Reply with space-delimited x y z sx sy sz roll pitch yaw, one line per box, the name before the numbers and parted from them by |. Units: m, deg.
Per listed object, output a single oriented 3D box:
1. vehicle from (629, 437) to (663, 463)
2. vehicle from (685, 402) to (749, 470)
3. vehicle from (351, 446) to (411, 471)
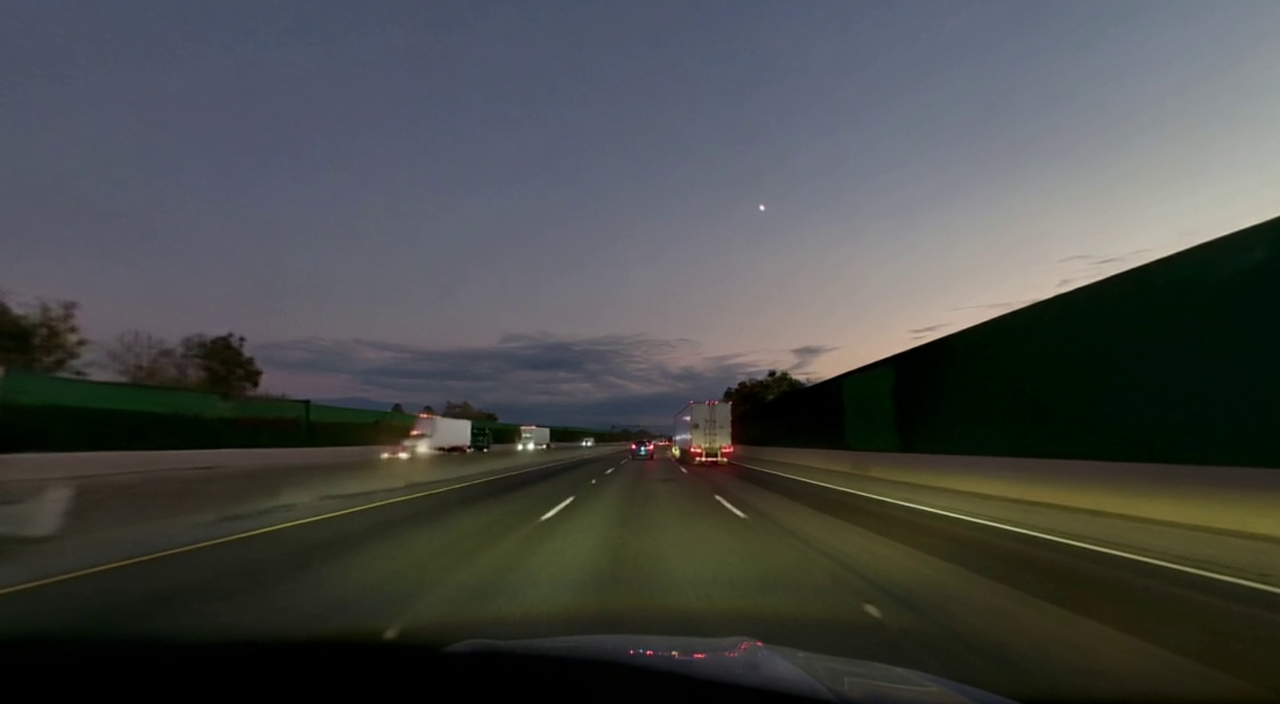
vehicle | 0.440 7.128 45.876 2.389 1.760 4.473 0 -8 1
vehicle | 4.154 4.788 35.739 2.742 3.383 8.285 0 -8 1
vehicle | -16.131 6.606 39.445 1.884 1.447 4.129 0 -8 1
